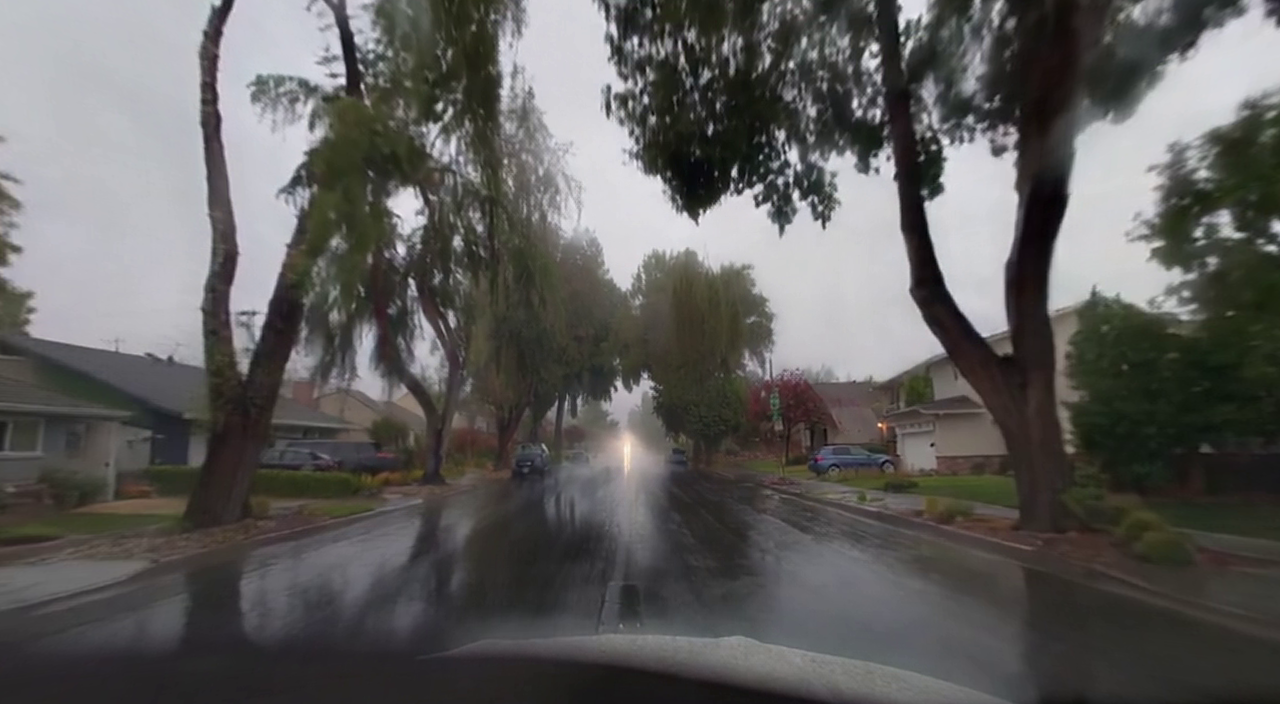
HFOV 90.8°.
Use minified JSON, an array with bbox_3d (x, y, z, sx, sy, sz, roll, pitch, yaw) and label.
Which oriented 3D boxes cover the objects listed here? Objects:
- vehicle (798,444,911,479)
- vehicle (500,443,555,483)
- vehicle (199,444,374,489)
[{"bbox_3d":[9.941,5.084,29.507,4.497,1.564,1.948,0,-9,-2],"label":"vehicle"},{"bbox_3d":[-5.968,5.933,34.243,2.341,1.942,5.044,0,-9,-3],"label":"vehicle"},{"bbox_3d":[-12.523,4.076,22.663,5.040,1.541,2.042,0,-9,0],"label":"vehicle"}]
